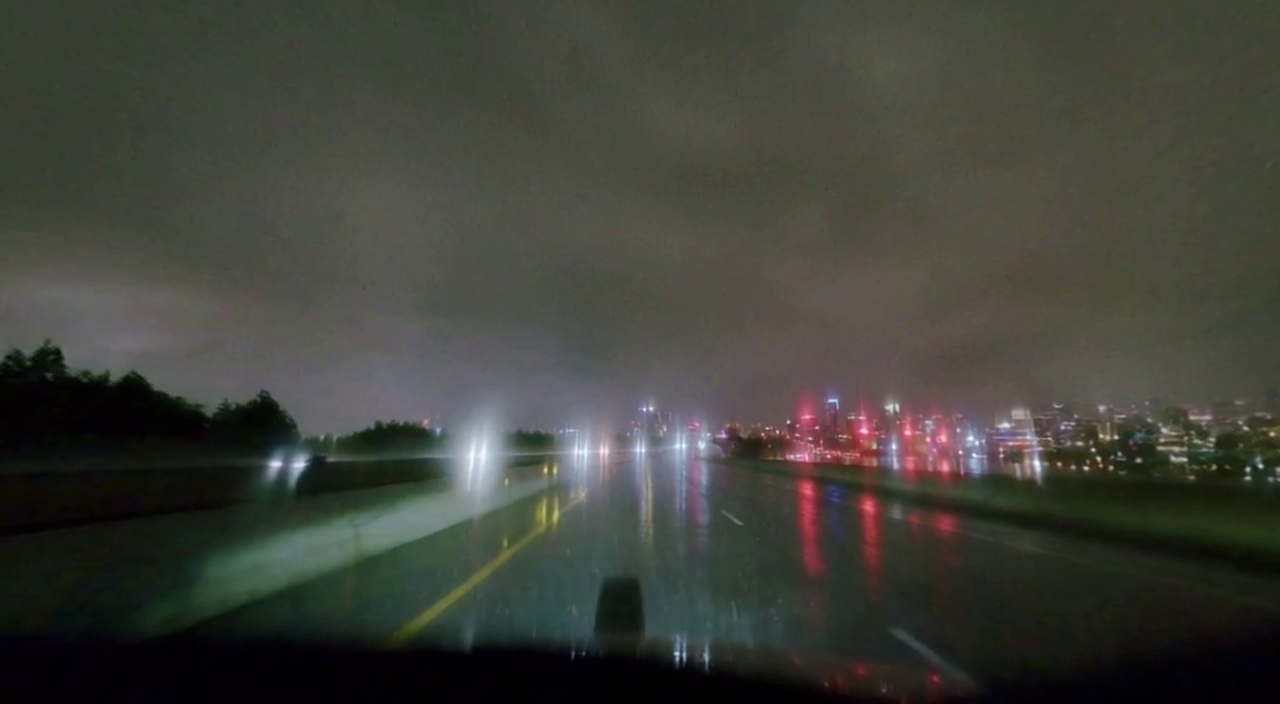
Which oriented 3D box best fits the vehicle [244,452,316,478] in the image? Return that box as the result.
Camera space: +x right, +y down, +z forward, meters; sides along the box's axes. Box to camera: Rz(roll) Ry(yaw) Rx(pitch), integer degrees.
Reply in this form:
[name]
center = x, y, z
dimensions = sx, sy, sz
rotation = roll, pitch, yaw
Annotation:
[vehicle]
center = -22.975, 7.182, 40.359
dimensions = 1.847, 1.521, 4.688
rotation = 0, -9, 0
